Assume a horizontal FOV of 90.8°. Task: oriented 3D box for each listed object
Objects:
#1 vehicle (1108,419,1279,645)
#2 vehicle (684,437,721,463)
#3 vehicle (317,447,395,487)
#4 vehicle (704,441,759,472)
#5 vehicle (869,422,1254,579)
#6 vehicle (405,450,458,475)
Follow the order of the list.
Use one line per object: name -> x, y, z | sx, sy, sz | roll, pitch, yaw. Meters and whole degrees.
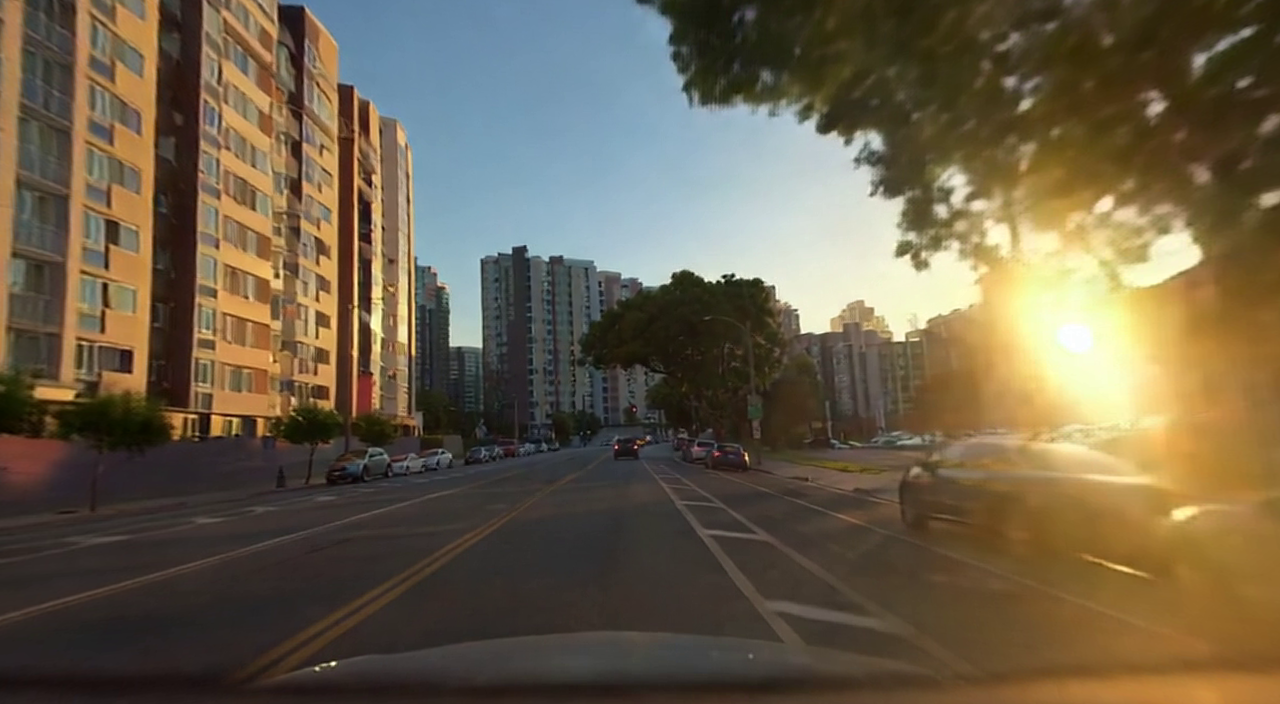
vehicle -> 5.143, 1.102, 3.570 | 1.797, 1.486, 4.154 | 0, -8, 0
vehicle -> 4.512, 7.173, 46.348 | 2.102, 1.781, 5.470 | 0, -8, -1
vehicle -> -13.389, 5.419, 30.089 | 1.908, 1.694, 4.306 | 0, -8, -4
vehicle -> 4.618, 5.335, 32.500 | 2.085, 1.466, 4.276 | 0, -8, -2
vehicle -> 5.053, 1.817, 8.637 | 2.069, 1.538, 4.528 | 0, -8, -1
vehicle -> -13.605, 7.208, 41.509 | 1.889, 1.461, 4.608 | 0, -8, 0
